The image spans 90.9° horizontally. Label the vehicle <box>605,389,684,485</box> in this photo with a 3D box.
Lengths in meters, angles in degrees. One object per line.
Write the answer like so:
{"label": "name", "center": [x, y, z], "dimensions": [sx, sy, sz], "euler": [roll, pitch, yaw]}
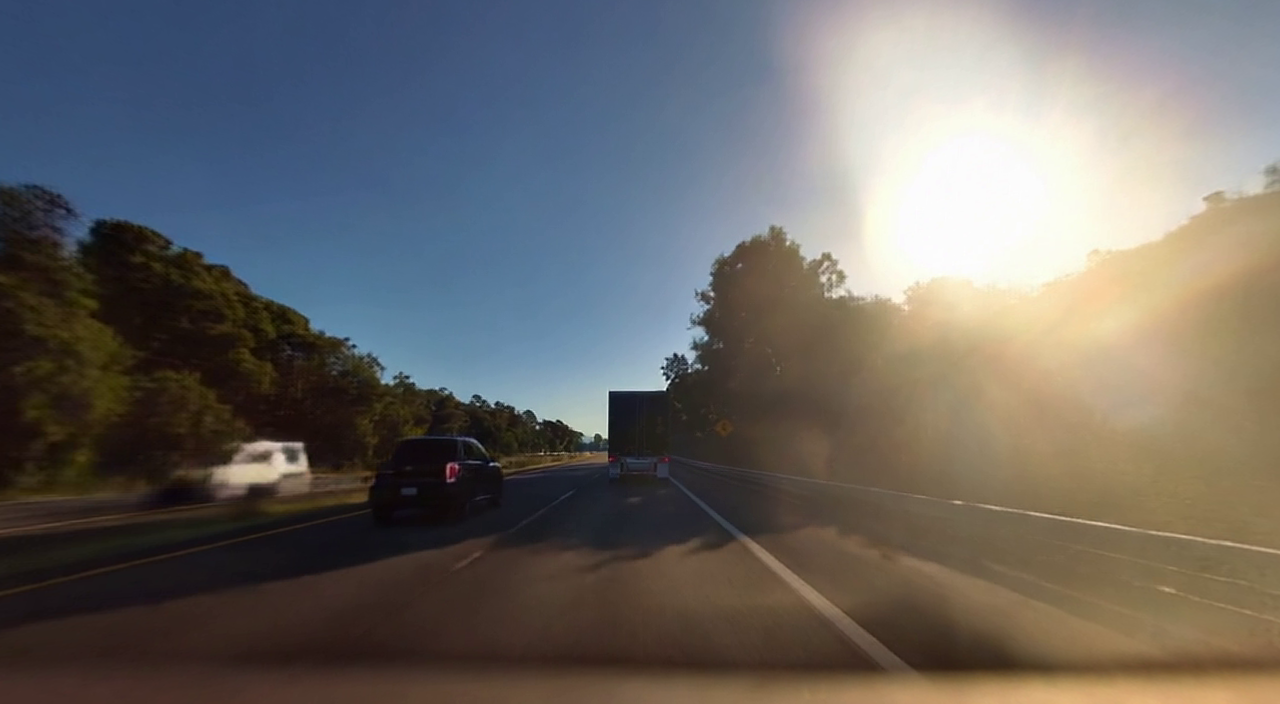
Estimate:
{"label": "vehicle", "center": [0.000, 3.816, 27.656], "dimensions": [2.913, 3.530, 8.648], "euler": [1, -9, -2]}

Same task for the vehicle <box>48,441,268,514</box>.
{"label": "vehicle", "center": [-11.417, 2.966, 15.459], "dimensions": [2.002, 1.506, 4.416], "euler": [1, -9, -2]}

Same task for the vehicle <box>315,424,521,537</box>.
{"label": "vehicle", "center": [-3.723, 2.251, 11.611], "dimensions": [2.160, 1.661, 4.388], "euler": [0, -9, 0]}
